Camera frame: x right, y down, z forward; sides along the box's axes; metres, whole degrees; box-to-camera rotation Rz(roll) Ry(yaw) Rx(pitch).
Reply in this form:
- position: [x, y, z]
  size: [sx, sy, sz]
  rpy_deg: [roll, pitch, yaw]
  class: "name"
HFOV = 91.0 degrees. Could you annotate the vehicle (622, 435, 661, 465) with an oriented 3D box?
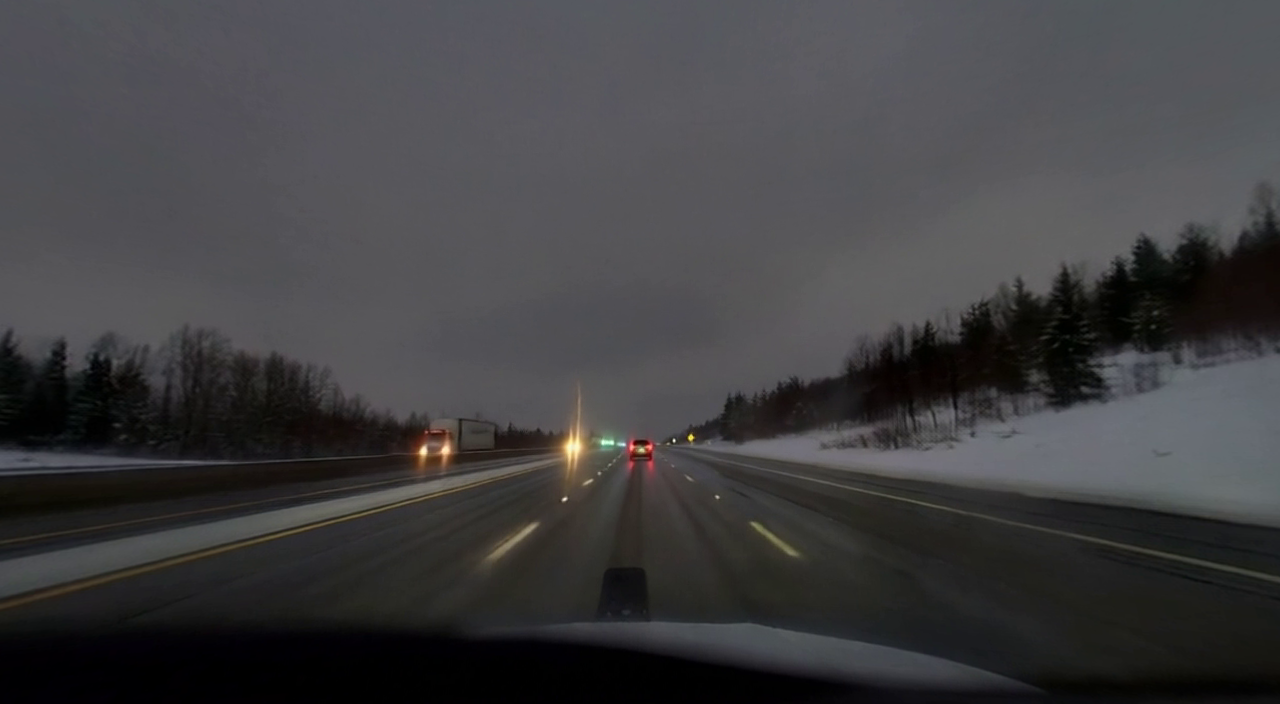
- position: [0.095, 5.723, 36.742]
  size: [2.111, 1.635, 4.177]
  rpy_deg: [0, -8, 0]
  class: "vehicle"
